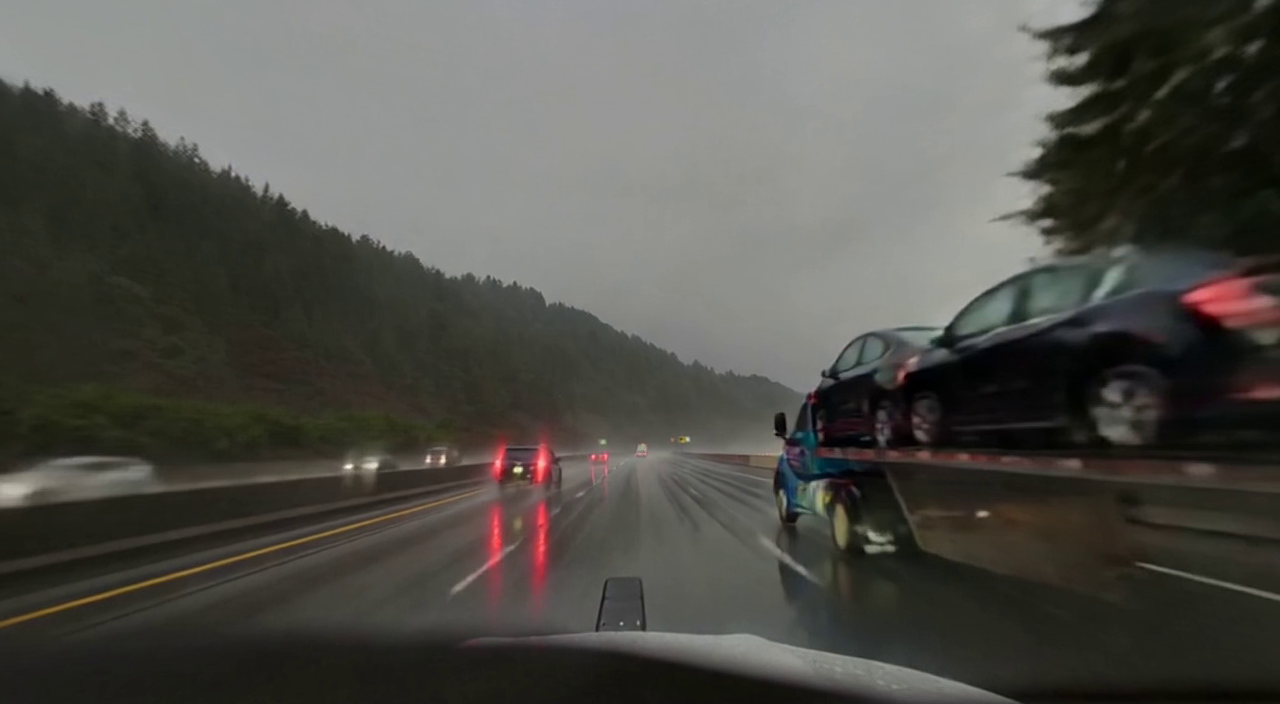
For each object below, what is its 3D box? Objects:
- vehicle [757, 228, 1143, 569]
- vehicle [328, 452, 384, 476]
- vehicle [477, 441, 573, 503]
[{"bbox_3d":[3.983,0.892,10.049,3.016,3.891,5.767,0,-9,0],"label":"vehicle"},{"bbox_3d":[-19.165,7.532,42.774,1.802,1.487,4.304,0,-9,0],"label":"vehicle"},{"bbox_3d":[-3.137,3.372,18.050,1.944,1.548,4.051,0,-9,0],"label":"vehicle"}]
